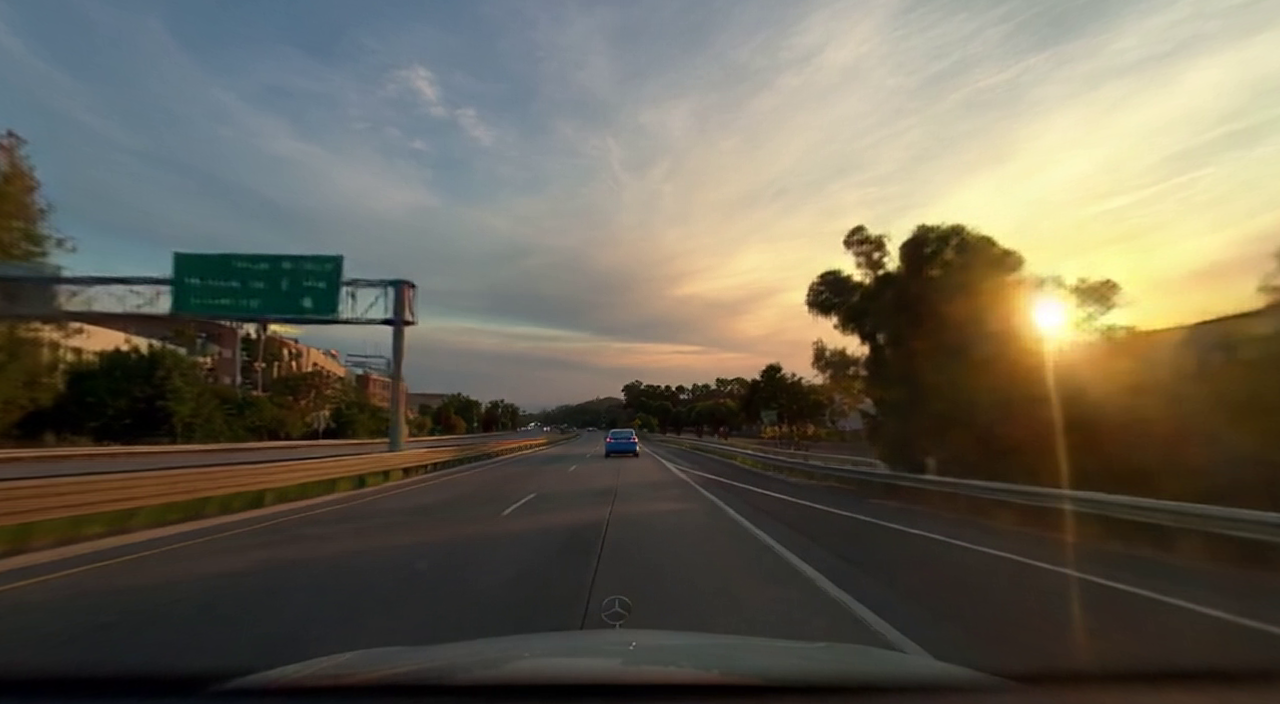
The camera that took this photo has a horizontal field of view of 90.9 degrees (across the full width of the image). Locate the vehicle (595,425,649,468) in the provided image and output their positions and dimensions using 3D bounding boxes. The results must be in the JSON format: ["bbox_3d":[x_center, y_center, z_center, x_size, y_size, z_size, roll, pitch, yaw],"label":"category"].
[{"bbox_3d":[-0.746,3.838,25.753,2.020,1.633,3.942,0,-8,-2],"label":"vehicle"}]
